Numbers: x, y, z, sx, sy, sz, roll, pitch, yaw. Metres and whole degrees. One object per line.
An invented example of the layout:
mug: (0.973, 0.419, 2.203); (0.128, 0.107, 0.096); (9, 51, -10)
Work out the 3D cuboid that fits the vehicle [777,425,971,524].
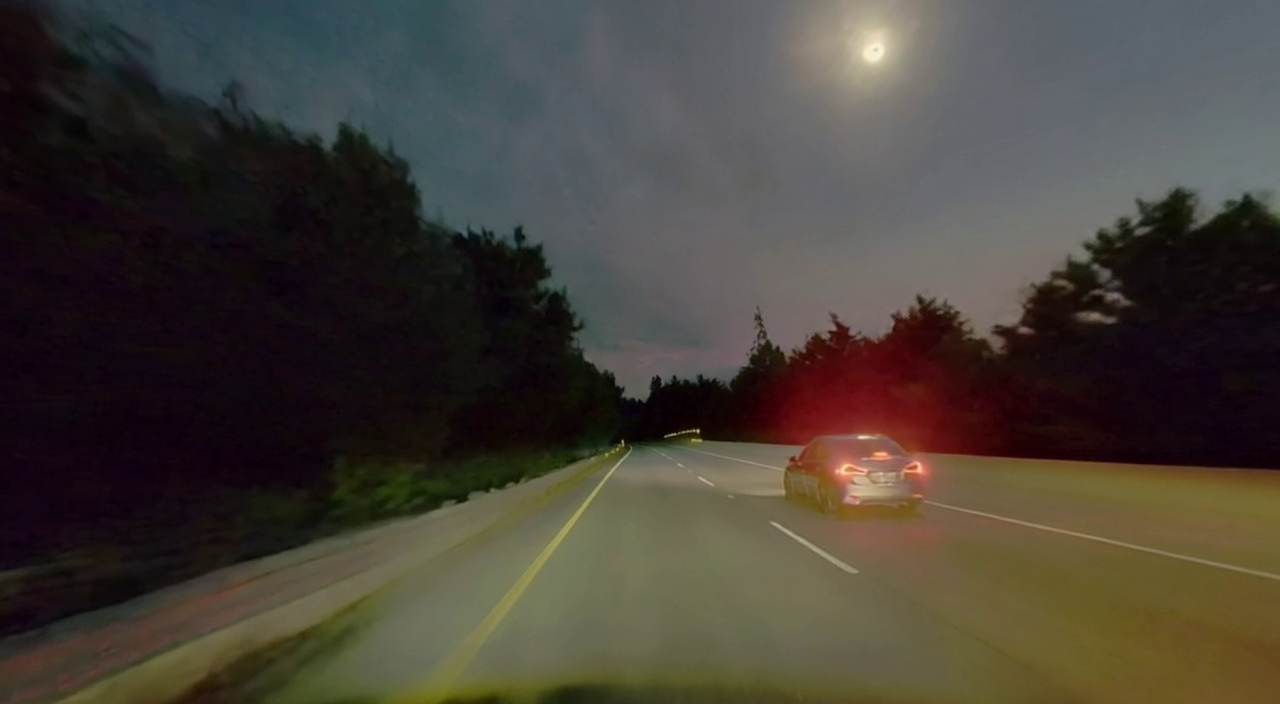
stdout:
vehicle: (4.218, 2.264, 12.326); (1.905, 1.525, 4.719); (0, -8, -1)
